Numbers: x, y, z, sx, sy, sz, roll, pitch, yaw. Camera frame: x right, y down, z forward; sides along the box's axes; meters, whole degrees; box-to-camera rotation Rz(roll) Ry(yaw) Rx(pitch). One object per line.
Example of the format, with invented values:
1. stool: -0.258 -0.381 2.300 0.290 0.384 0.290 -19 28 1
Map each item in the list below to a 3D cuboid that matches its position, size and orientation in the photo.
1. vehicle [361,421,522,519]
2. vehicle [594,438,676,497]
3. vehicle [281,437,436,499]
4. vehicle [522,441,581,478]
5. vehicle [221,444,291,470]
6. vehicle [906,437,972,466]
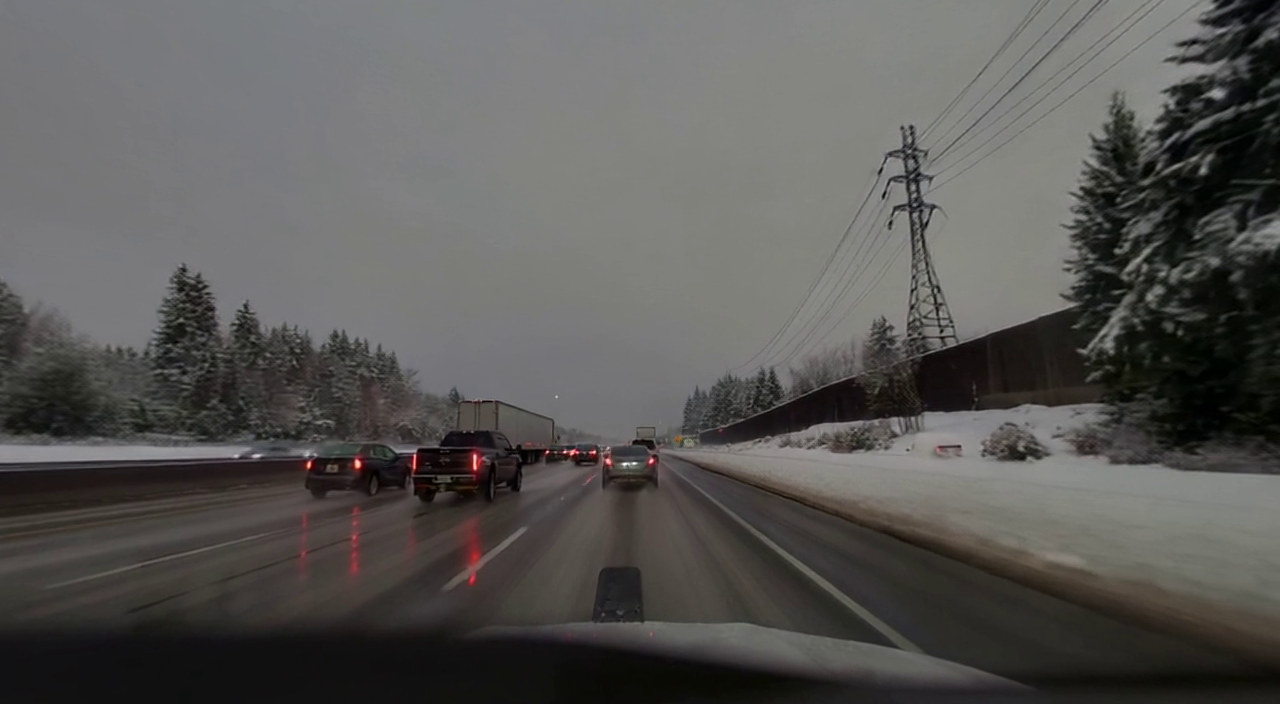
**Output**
1. vehicle: -3.897 2.403 13.305 1.923 1.716 4.289 0 -9 1
2. vehicle: -0.156 3.261 18.173 2.089 1.477 3.818 0 -9 -1
3. vehicle: -7.693 3.215 17.942 2.165 1.511 4.810 0 -9 0
4. vehicle: -3.746 4.632 27.501 1.870 1.485 4.304 0 -9 1
5. vehicle: -27.158 7.444 44.919 2.017 1.724 4.861 0 -9 -1
6. vehicle: 17.980 5.996 38.168 1.936 1.591 4.362 0 -9 2
